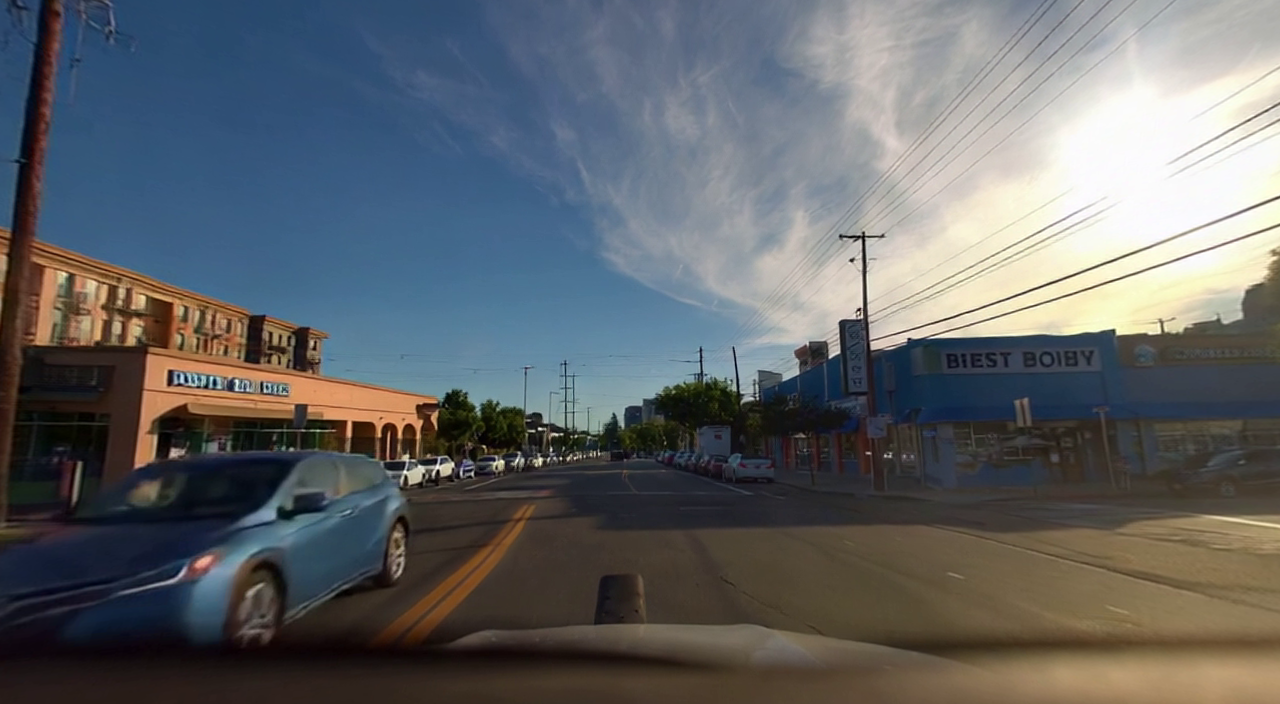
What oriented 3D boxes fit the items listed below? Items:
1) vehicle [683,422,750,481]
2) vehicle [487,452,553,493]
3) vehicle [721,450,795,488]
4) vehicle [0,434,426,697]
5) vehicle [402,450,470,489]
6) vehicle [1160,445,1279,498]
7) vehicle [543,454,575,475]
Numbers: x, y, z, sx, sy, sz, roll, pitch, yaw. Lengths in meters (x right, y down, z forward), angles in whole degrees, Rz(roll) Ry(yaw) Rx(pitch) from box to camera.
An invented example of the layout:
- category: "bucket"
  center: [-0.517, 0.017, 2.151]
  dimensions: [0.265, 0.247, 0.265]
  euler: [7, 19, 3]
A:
- category: "vehicle"
  center: [4.450, 6.065, 38.583]
  dimensions: [2.815, 3.203, 7.558]
  euler: [0, -9, -2]
- category: "vehicle"
  center: [-4.816, 4.893, 26.005]
  dimensions: [2.050, 1.505, 4.219]
  euler: [0, -9, -3]
- category: "vehicle"
  center: [5.456, 5.472, 29.866]
  dimensions: [1.963, 1.646, 4.204]
  euler: [2, -9, -11]
- category: "vehicle"
  center: [-3.617, 1.558, 5.800]
  dimensions: [1.914, 1.506, 4.125]
  euler: [0, -9, -1]
- category: "vehicle"
  center: [-11.003, 6.329, 34.456]
  dimensions: [2.072, 1.818, 4.951]
  euler: [-3, -9, 0]
- category: "vehicle"
  center: [18.538, 3.513, 18.751]
  dimensions: [4.368, 1.479, 1.985]
  euler: [0, -9, 1]
- category: "vehicle"
  center: [-6.001, 8.384, 47.378]
  dimensions: [1.845, 1.469, 4.413]
  euler: [0, -9, -1]
